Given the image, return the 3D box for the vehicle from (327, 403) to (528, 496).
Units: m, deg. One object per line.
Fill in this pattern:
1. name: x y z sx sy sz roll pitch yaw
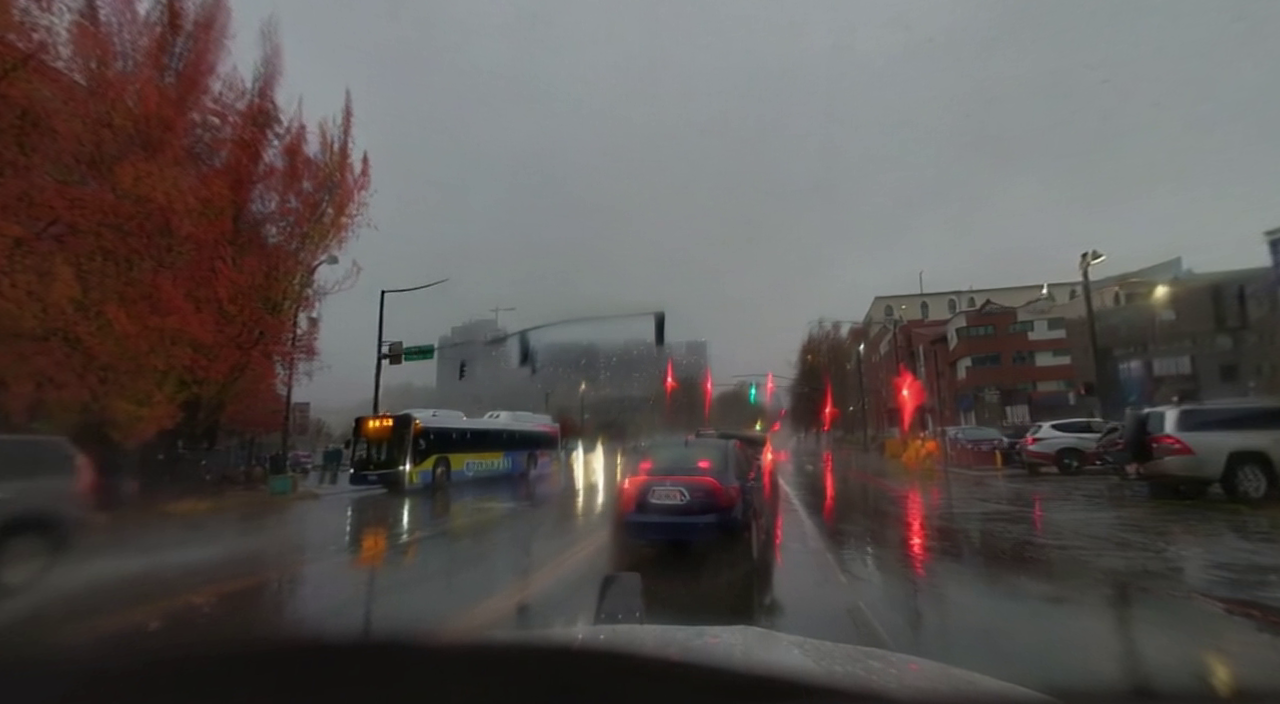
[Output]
1. vehicle: -8.534 4.319 27.824 3.189 3.205 11.526 -2 -9 10

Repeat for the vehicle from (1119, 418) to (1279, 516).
1. vehicle: 11.502 1.833 10.527 4.894 1.451 2.089 -5 -10 11

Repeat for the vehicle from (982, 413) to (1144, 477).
1. vehicle: 13.671 3.045 20.527 3.693 1.671 2.014 -7 -9 12

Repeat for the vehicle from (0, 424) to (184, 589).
1. vehicle: -8.010 1.610 6.416 2.147 1.741 5.239 -2 -9 10

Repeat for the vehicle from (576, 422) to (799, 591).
1. vehicle: 0.822 1.747 7.927 2.092 1.507 4.078 -2 -9 12
